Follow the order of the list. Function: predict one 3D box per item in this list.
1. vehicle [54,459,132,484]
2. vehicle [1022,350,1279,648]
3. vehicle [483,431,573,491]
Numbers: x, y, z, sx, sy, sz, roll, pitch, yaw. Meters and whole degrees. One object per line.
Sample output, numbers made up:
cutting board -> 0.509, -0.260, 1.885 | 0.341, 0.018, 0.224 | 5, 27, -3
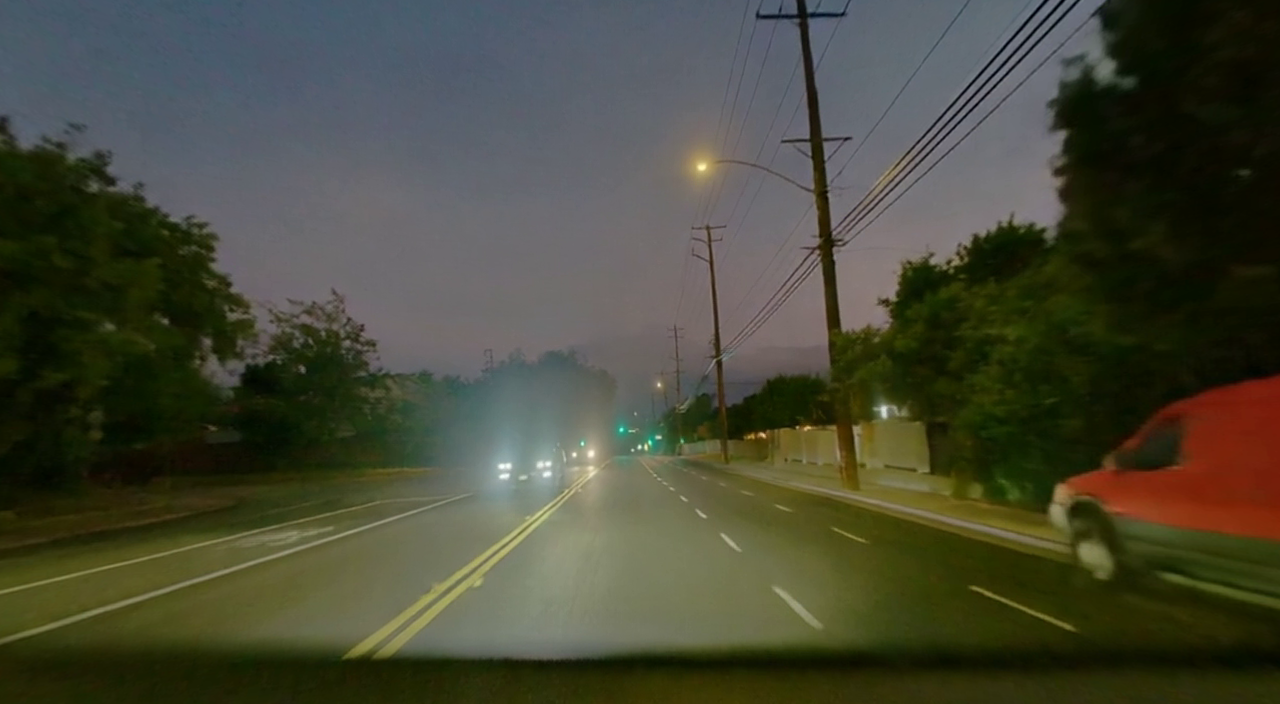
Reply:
vehicle -> -37.026, 8.090, 42.880 | 1.669, 1.429, 4.145 | -2, -8, -1
vehicle -> 5.449, 1.007, 4.347 | 2.238, 1.995, 5.491 | 0, -9, 1
vehicle -> -3.839, 3.849, 22.731 | 2.357, 1.893, 5.084 | 0, -9, -1
